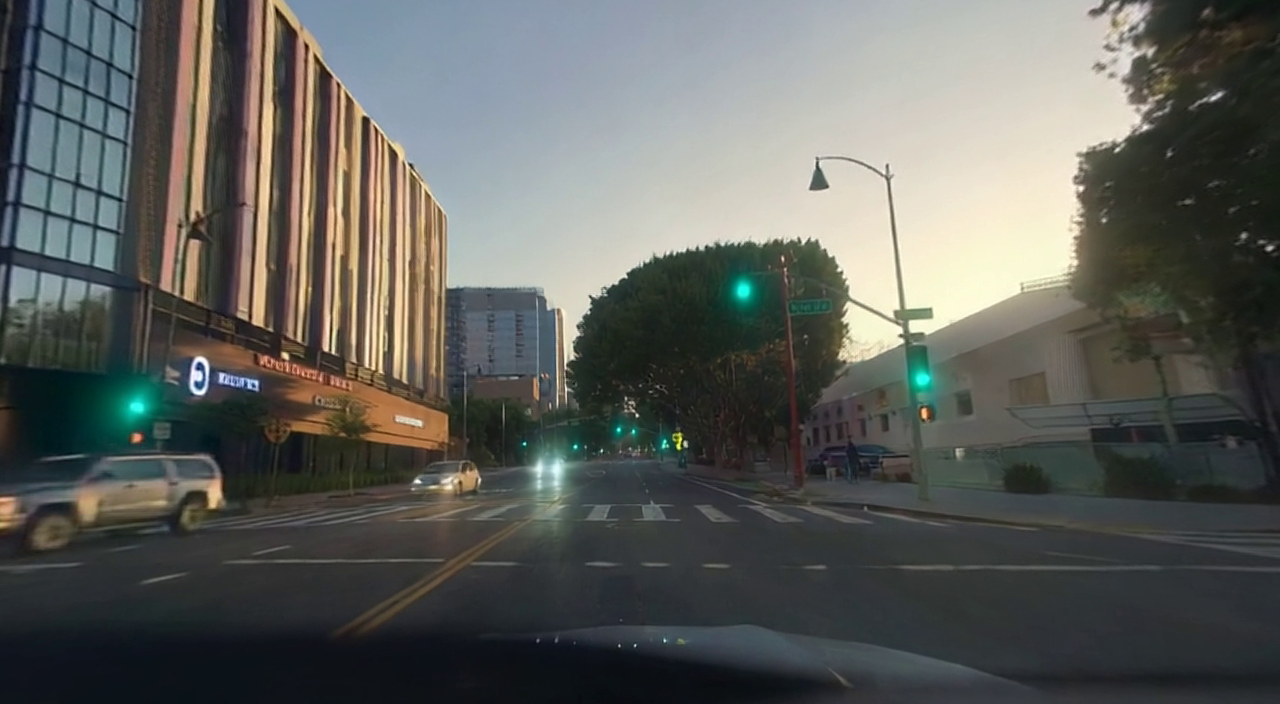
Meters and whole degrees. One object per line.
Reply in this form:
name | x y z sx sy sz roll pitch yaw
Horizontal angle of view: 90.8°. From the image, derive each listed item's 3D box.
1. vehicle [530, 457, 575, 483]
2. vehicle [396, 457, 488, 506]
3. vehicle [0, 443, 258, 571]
vehicle | -5.931 8.045 43.368 2.037 1.563 4.754 -1 -9 4
vehicle | -6.990 4.590 22.781 1.897 1.537 3.770 -1 -8 4
vehicle | -10.473 2.756 12.376 2.329 1.900 5.588 0 -8 2
